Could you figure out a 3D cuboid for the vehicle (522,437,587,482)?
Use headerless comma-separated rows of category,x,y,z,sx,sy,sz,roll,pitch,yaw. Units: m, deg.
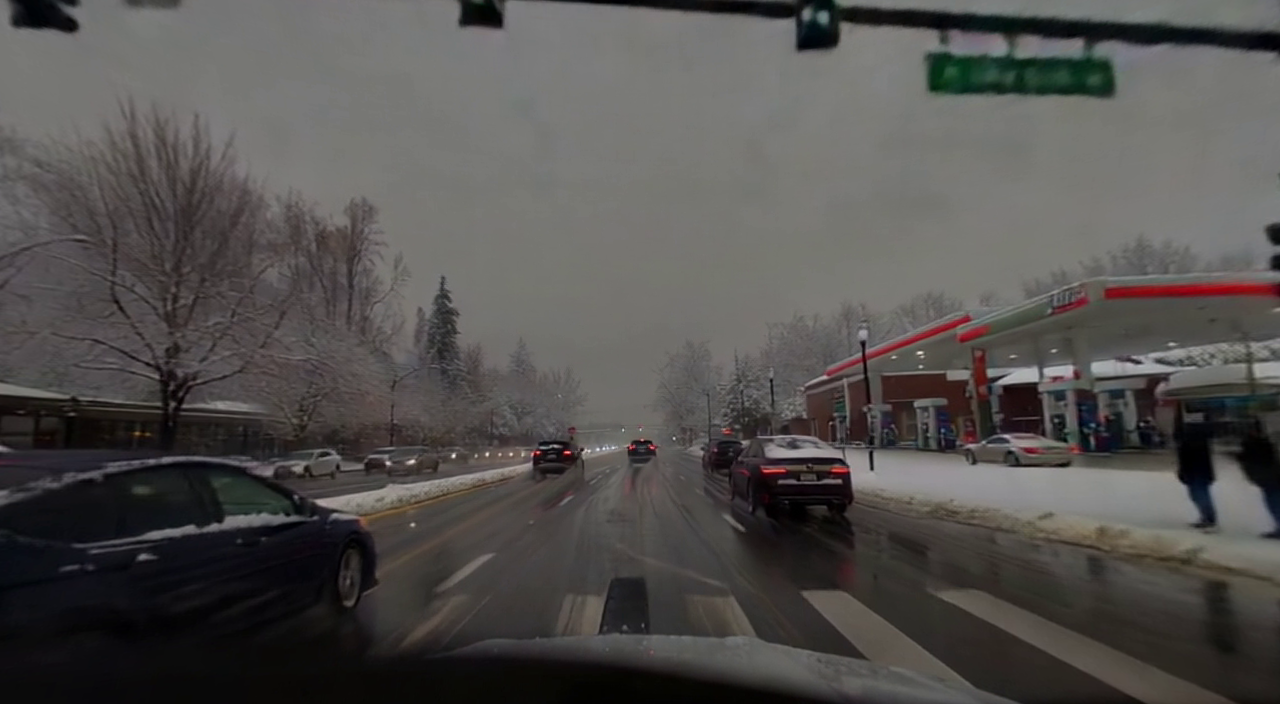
vehicle,-3.313,4.278,25.274,1.988,1.645,3.995,0,-9,1

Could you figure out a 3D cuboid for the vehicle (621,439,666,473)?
vehicle,0.169,5.384,32.834,2.192,1.674,4.124,0,-9,0

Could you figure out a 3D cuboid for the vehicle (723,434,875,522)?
vehicle,3.053,2.526,13.211,1.919,1.502,4.572,0,-9,-1

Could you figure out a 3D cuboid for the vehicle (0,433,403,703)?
vehicle,-3.281,1.186,3.677,2.013,1.354,4.393,0,-9,1

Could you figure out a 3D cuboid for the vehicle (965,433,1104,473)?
vehicle,16.920,4.364,27.420,1.860,1.587,4.949,3,-9,-19

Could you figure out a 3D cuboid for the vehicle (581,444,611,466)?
vehicle,-3.175,7.520,46.128,1.901,1.483,4.372,0,-9,0
